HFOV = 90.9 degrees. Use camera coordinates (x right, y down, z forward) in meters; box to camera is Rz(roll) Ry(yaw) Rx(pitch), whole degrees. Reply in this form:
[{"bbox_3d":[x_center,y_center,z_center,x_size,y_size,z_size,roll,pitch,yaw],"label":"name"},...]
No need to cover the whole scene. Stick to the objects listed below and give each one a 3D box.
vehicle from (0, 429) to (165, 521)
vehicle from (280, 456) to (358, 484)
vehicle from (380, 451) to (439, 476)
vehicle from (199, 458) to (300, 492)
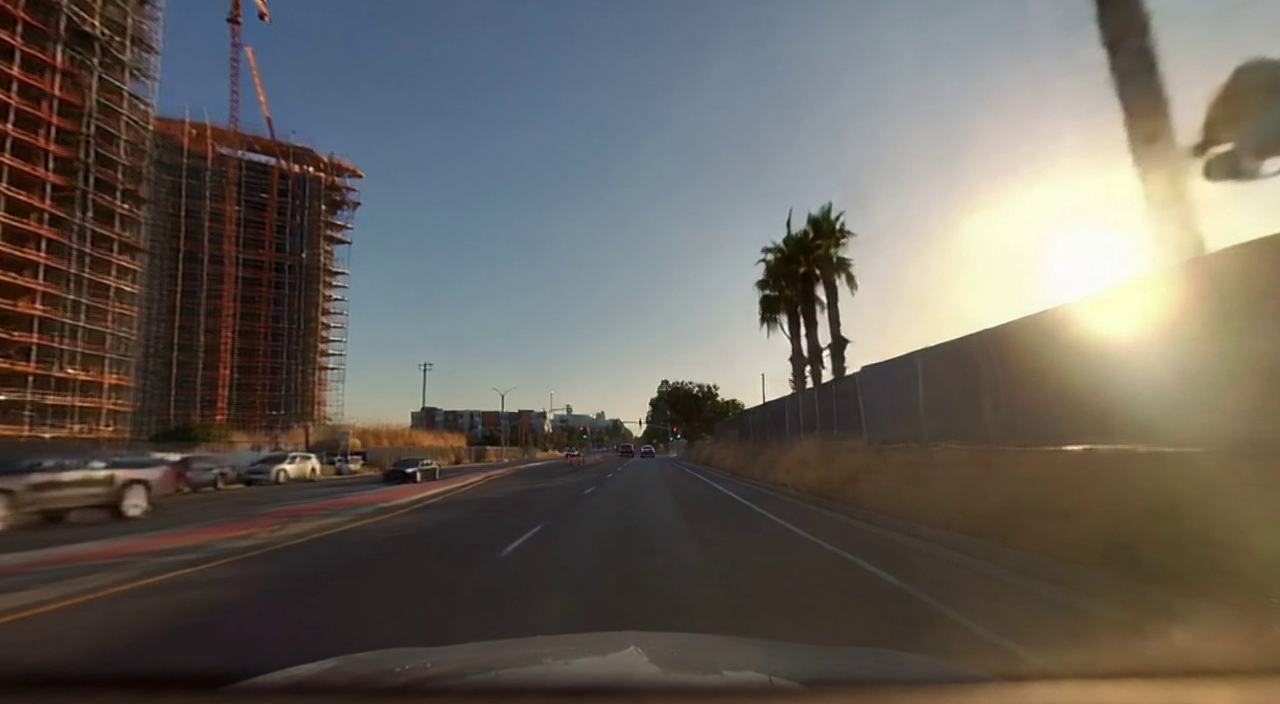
[{"bbox_3d":[-16.321,3.182,16.735,2.601,2.118,6.071,0,-9,0],"label":"vehicle"},{"bbox_3d":[-19.253,7.066,38.076,2.007,1.453,4.932,-1,-9,2],"label":"vehicle"},{"bbox_3d":[-15.250,7.391,42.000,2.113,1.478,4.828,0,-9,-1],"label":"vehicle"},{"bbox_3d":[-19.315,6.085,31.489,2.003,1.440,4.857,0,-9,0],"label":"vehicle"}]
